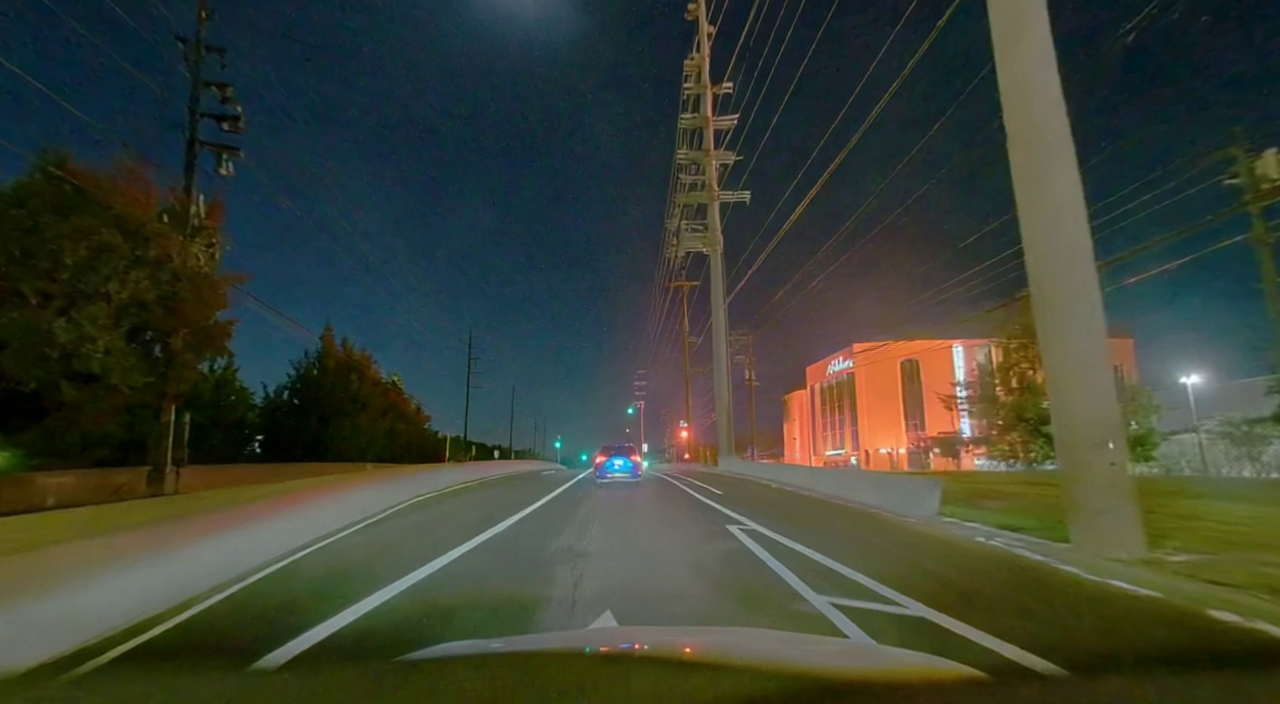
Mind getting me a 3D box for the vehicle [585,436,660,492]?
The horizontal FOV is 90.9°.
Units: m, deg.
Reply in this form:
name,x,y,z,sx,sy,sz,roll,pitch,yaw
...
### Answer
name,x,y,z,sx,sy,sz,roll,pitch,yaw
vehicle,-0.600,3.433,19.706,2.123,1.566,3.662,0,-8,-3
